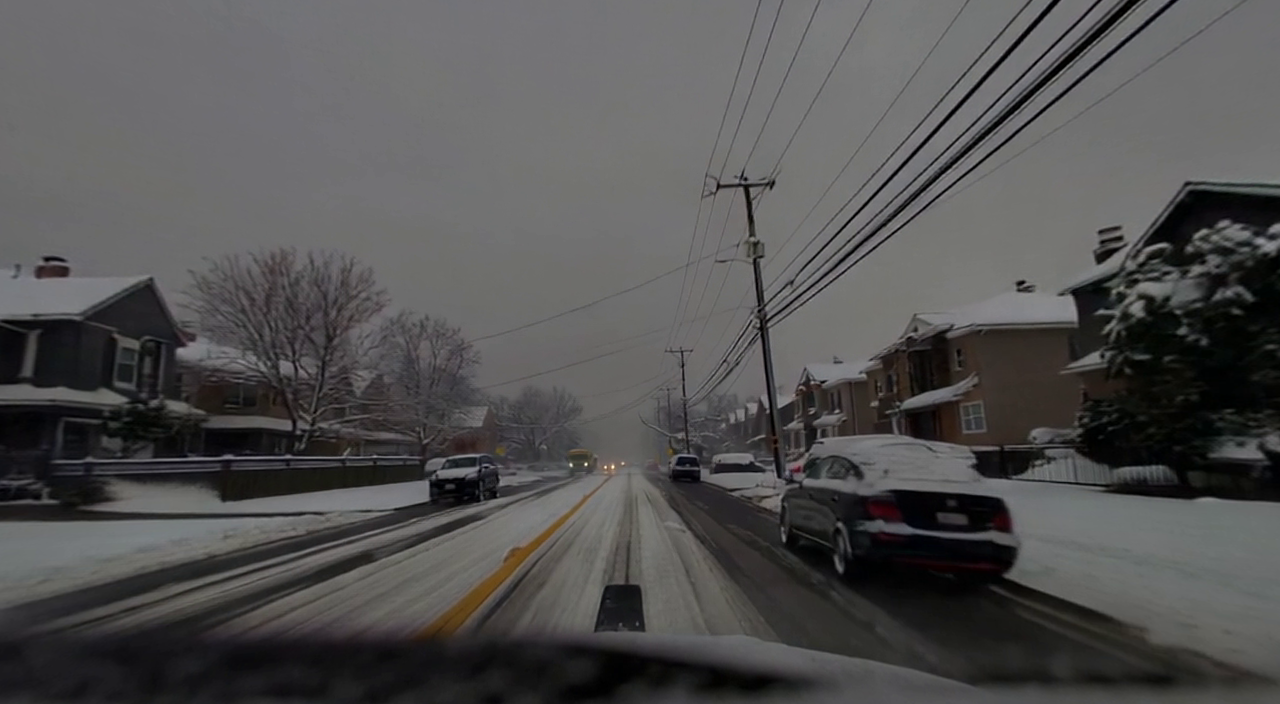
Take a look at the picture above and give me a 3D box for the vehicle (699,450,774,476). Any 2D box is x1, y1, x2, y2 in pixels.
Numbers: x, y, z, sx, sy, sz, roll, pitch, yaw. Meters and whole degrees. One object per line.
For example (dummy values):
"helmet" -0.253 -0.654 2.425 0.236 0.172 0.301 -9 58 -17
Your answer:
"vehicle" 7.156 8.323 47.457 5.288 1.871 2.148 0 -9 0

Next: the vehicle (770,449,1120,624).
"vehicle" 3.201 1.990 7.885 2.076 1.513 4.305 0 -9 -2

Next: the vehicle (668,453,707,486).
"vehicle" 2.719 6.855 37.151 1.945 1.792 3.903 0 -9 -1

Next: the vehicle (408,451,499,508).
"vehicle" -6.585 4.530 22.875 2.056 1.741 4.532 -2 -10 -2
